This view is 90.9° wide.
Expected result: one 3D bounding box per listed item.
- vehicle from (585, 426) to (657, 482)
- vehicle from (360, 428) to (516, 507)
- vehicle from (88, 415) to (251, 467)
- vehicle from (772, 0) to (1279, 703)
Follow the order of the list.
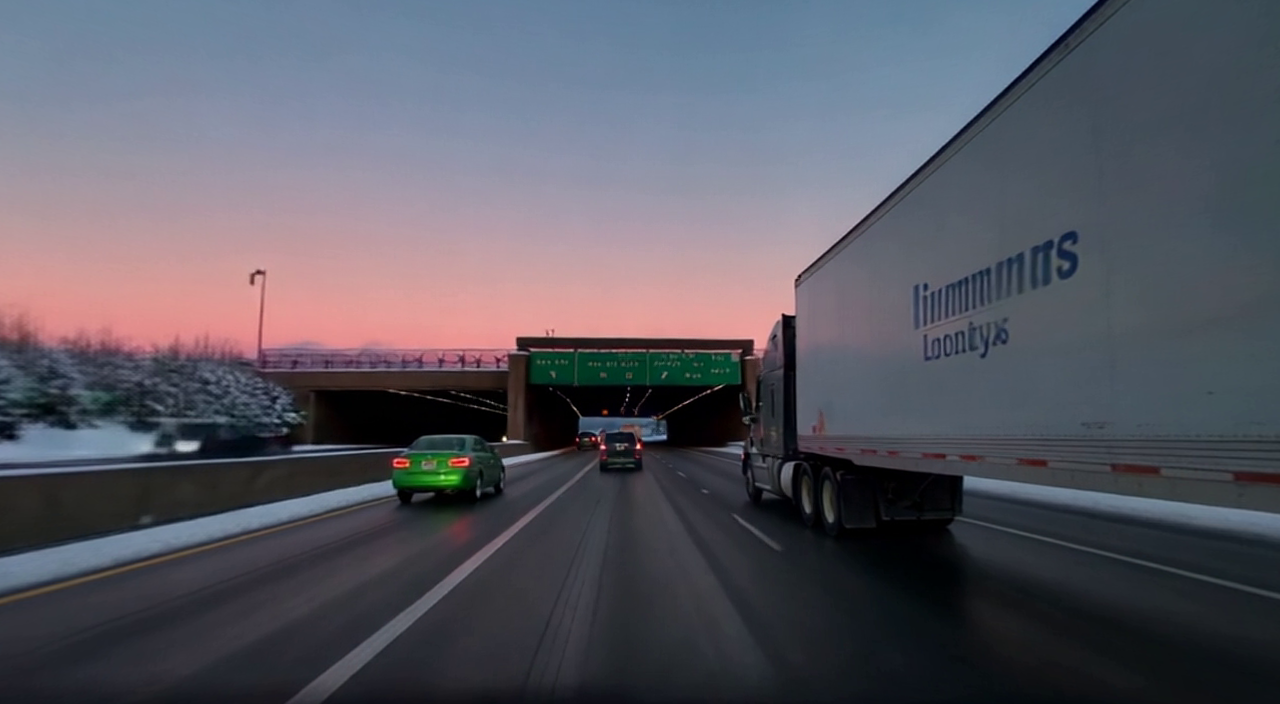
[{"bbox_3d":[-0.582,3.235,20.285,2.094,1.600,3.666,0,-8,-1],"label":"vehicle"},{"bbox_3d":[-4.167,2.443,13.887,2.019,1.435,4.317,0,-8,0],"label":"vehicle"},{"bbox_3d":[-15.316,2.943,20.929,1.844,1.493,4.736,0,-8,-1],"label":"vehicle"},{"bbox_3d":[3.826,-0.156,3.804,2.842,4.108,14.081,0,-8,-1],"label":"vehicle"}]
